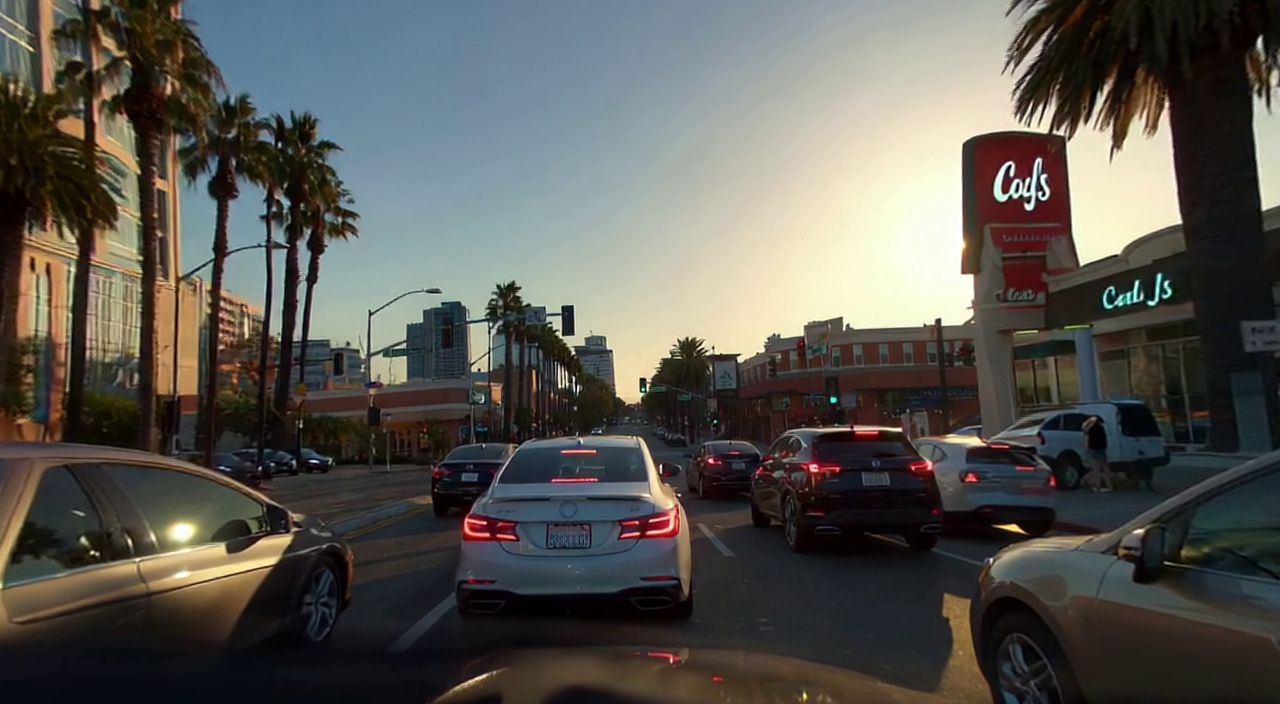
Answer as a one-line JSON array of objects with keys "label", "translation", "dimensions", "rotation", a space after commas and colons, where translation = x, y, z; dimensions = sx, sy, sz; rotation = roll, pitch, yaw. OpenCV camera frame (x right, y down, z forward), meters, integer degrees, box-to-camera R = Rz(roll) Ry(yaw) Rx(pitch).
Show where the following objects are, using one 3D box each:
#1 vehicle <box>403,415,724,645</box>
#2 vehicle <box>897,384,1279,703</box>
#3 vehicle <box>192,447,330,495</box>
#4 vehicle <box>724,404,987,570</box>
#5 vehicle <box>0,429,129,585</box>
[{"label": "vehicle", "translation": [-0.521, 1.475, 6.252], "dimensions": [2.096, 1.492, 4.071], "rotation": [0, -9, -1]}, {"label": "vehicle", "translation": [2.617, 0.815, 1.526], "dimensions": [2.085, 1.469, 4.458], "rotation": [0, -9, 0]}, {"label": "vehicle", "translation": [-12.876, 4.027, 21.902], "dimensions": [1.856, 1.455, 4.700], "rotation": [0, -9, 0]}, {"label": "vehicle", "translation": [2.630, 1.786, 9.095], "dimensions": [2.096, 1.775, 4.440], "rotation": [0, -9, -1]}, {"label": "vehicle", "translation": [-7.146, 1.414, 5.492], "dimensions": [1.945, 1.494, 4.252], "rotation": [0, -9, -3]}]
